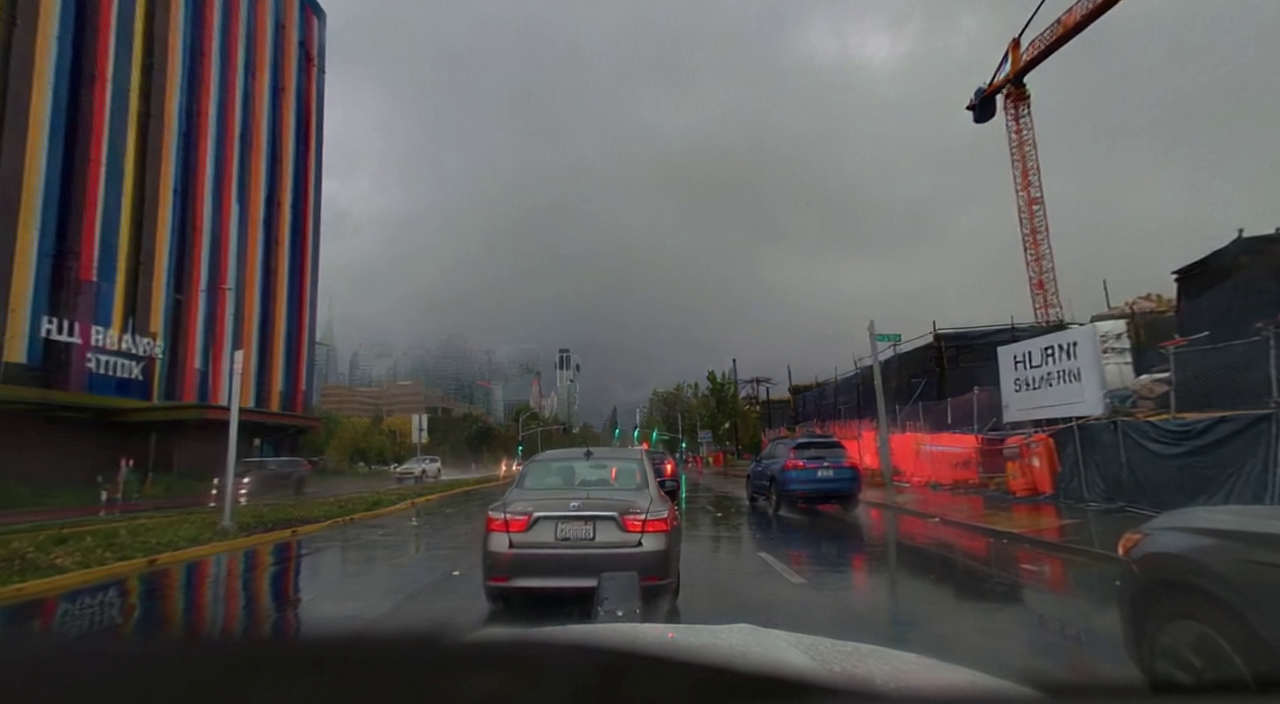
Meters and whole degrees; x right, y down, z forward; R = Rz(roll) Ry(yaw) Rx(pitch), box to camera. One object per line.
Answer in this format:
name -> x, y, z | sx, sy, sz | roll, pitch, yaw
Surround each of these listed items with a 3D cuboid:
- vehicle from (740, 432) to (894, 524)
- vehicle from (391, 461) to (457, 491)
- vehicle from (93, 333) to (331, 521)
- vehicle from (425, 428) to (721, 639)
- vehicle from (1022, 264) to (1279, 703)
vehicle -> 3.888, 2.851, 14.977 | 2.185, 1.797, 4.934 | 0, -8, -1
vehicle -> -12.519, 7.218, 36.946 | 1.986, 1.476, 4.753 | -1, -8, 4
vehicle -> -9.093, 1.682, 13.923 | 2.592, 3.548, 3.414 | -2, -9, 4
vehicle -> -0.432, 1.622, 6.711 | 2.131, 1.496, 4.193 | 0, -8, 2
vehicle -> 3.341, 0.493, 1.043 | 2.182, 1.954, 5.341 | 0, -8, 2
